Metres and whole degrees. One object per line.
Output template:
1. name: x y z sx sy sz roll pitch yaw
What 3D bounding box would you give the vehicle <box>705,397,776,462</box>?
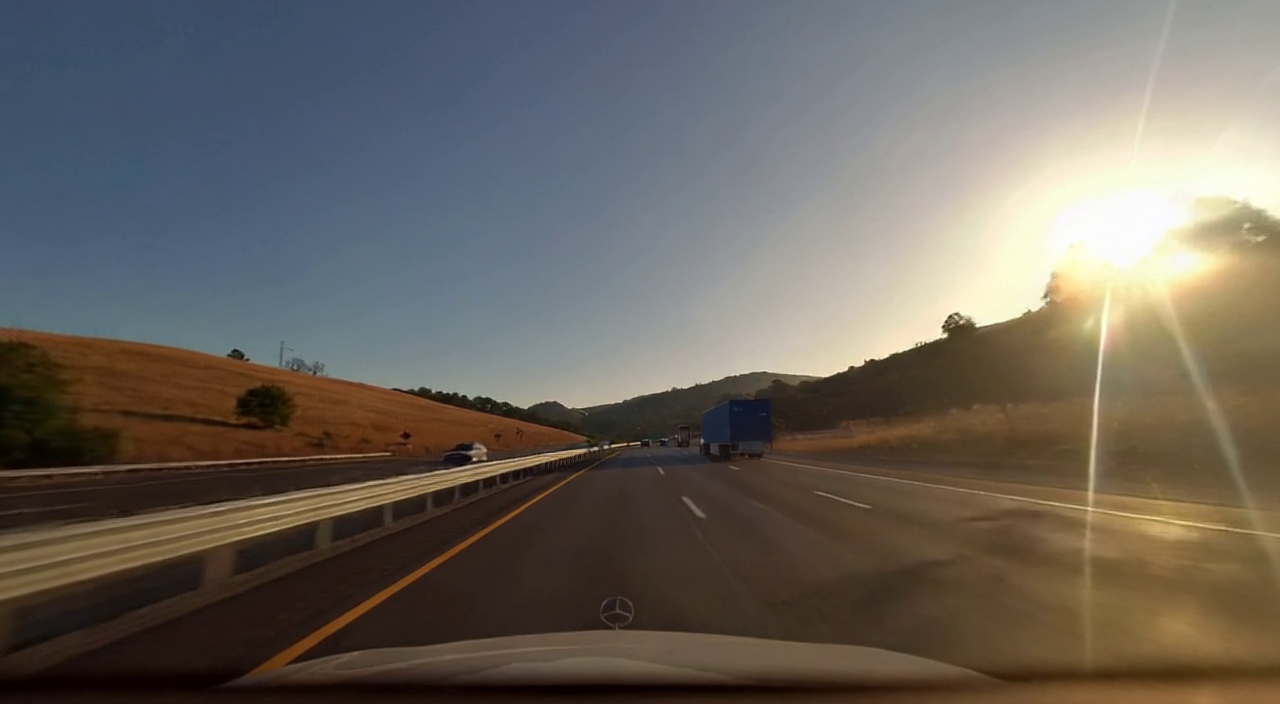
1. vehicle: 7.052 5.856 46.656 2.885 4.075 13.981 0 -8 0

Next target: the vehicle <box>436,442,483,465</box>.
1. vehicle: -12.474 6.989 43.725 1.977 1.473 4.523 0 -8 0
